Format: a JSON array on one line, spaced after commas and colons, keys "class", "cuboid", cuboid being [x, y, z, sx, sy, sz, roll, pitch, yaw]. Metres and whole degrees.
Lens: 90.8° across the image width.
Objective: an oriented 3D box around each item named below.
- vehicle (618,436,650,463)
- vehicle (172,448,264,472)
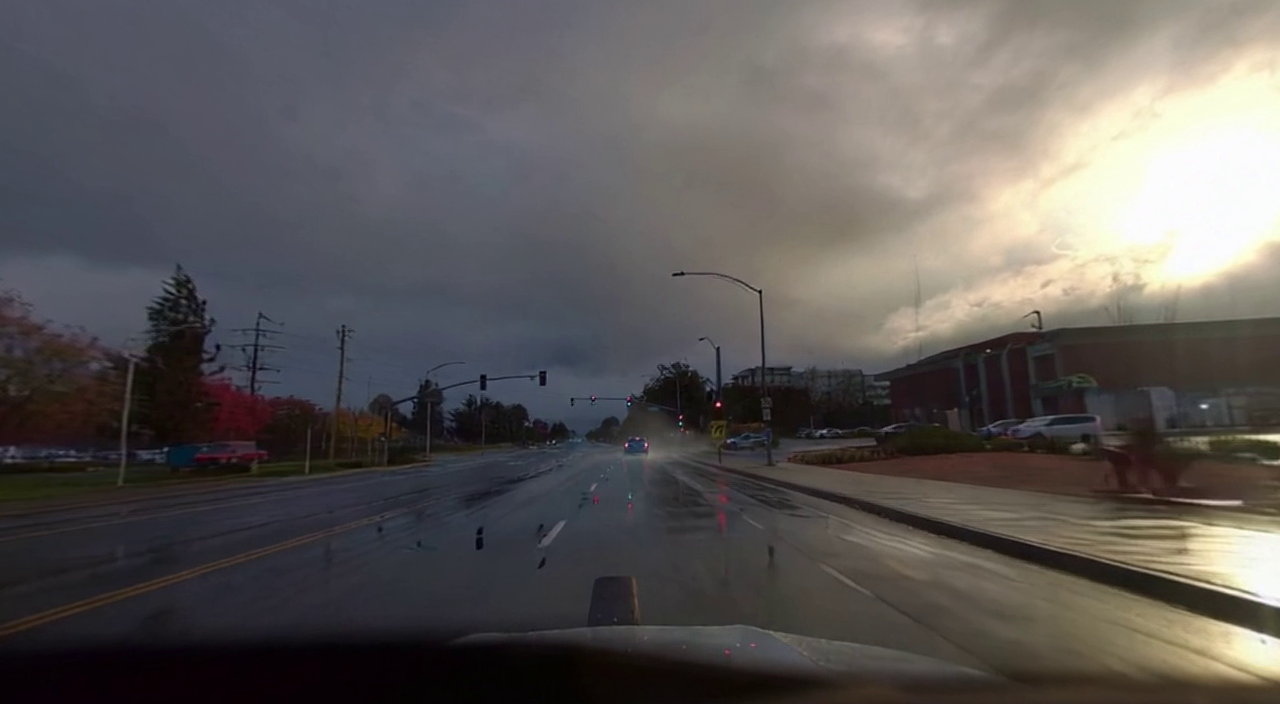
[{"class": "vehicle", "cuboid": [-0.399, 6.450, 41.913, 2.024, 1.628, 4.774, 0, -8, -1]}, {"class": "vehicle", "cuboid": [-30.553, 7.814, 45.836, 5.136, 1.723, 1.953, 0, -8, -2]}]
